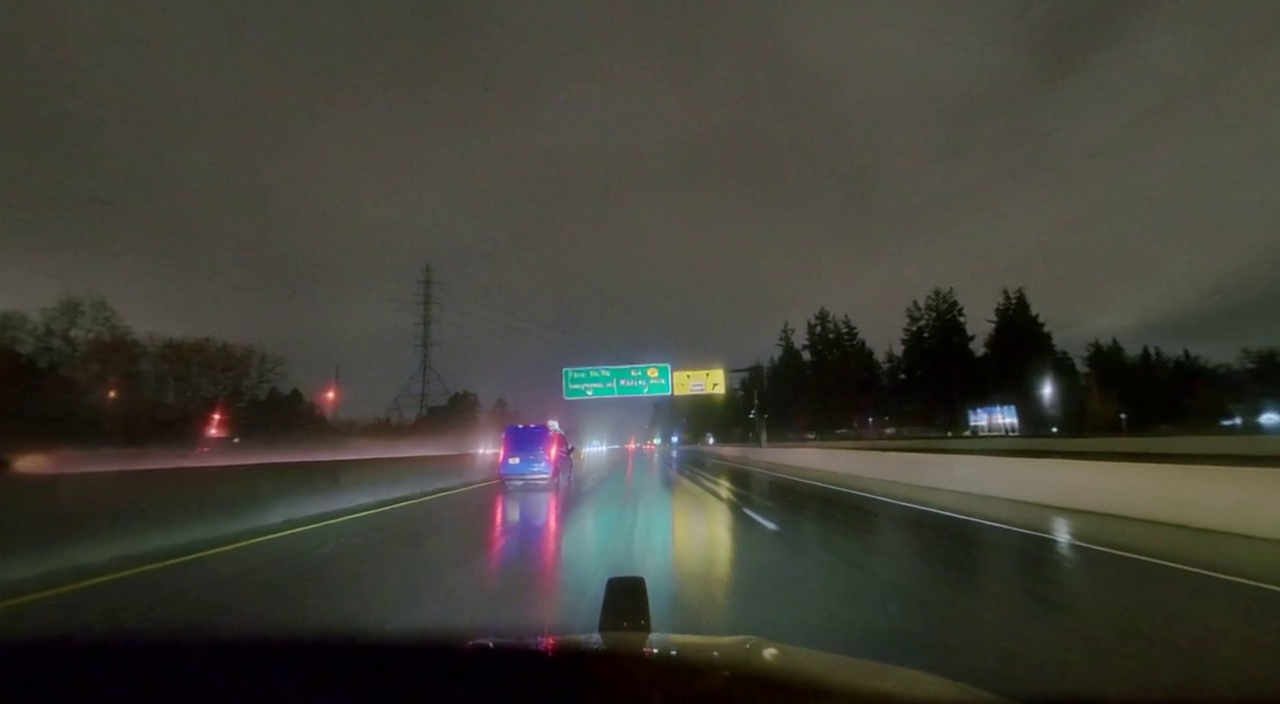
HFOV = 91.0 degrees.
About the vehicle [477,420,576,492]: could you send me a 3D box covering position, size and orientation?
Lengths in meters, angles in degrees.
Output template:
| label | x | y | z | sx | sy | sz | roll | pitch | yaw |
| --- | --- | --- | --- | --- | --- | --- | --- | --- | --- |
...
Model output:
| label | x | y | z | sx | sy | sz | roll | pitch | yaw |
| --- | --- | --- | --- | --- | --- | --- | --- | --- | --- |
| vehicle | -3.462 | 3.272 | 20.152 | 2.281 | 2.025 | 4.586 | 0 | -8 | 0 |
